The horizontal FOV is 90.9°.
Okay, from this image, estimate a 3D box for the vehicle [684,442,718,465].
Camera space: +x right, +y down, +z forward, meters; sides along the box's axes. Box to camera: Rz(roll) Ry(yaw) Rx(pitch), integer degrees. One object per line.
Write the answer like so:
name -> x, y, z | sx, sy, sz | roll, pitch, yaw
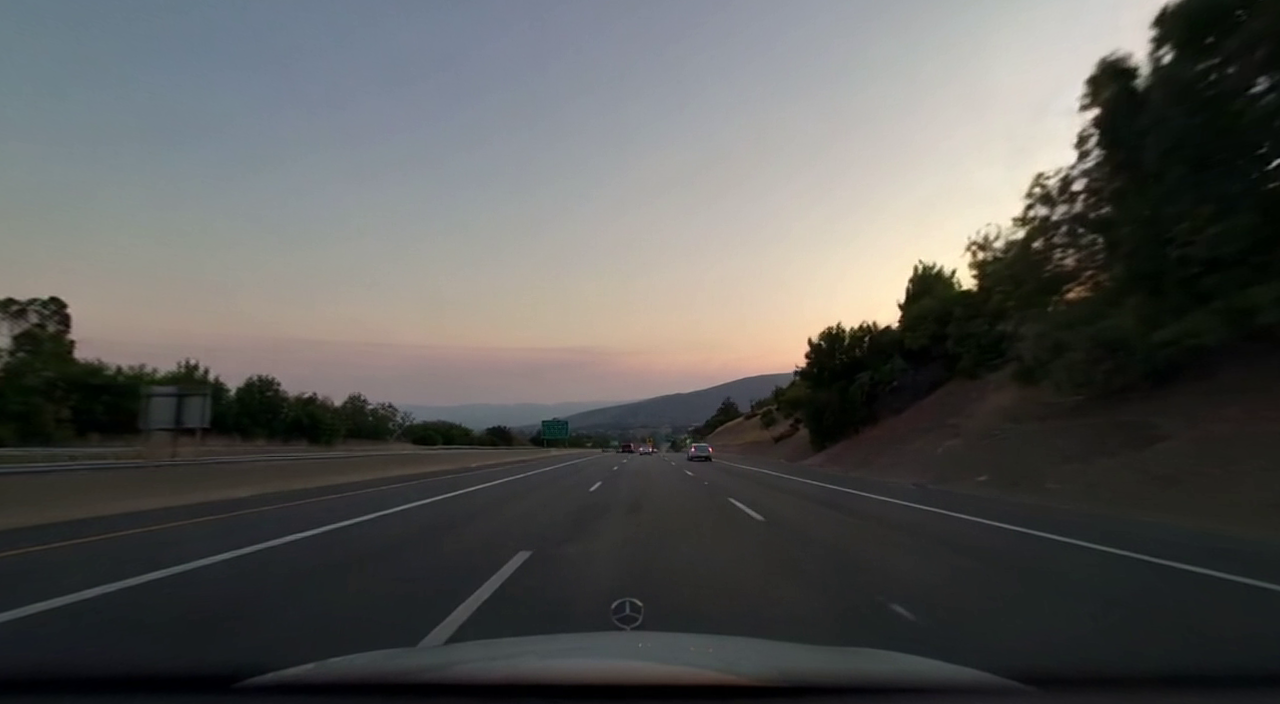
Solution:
vehicle -> 4.232, 7.110, 44.479 | 2.003, 1.520, 4.058 | 0, -8, 0
